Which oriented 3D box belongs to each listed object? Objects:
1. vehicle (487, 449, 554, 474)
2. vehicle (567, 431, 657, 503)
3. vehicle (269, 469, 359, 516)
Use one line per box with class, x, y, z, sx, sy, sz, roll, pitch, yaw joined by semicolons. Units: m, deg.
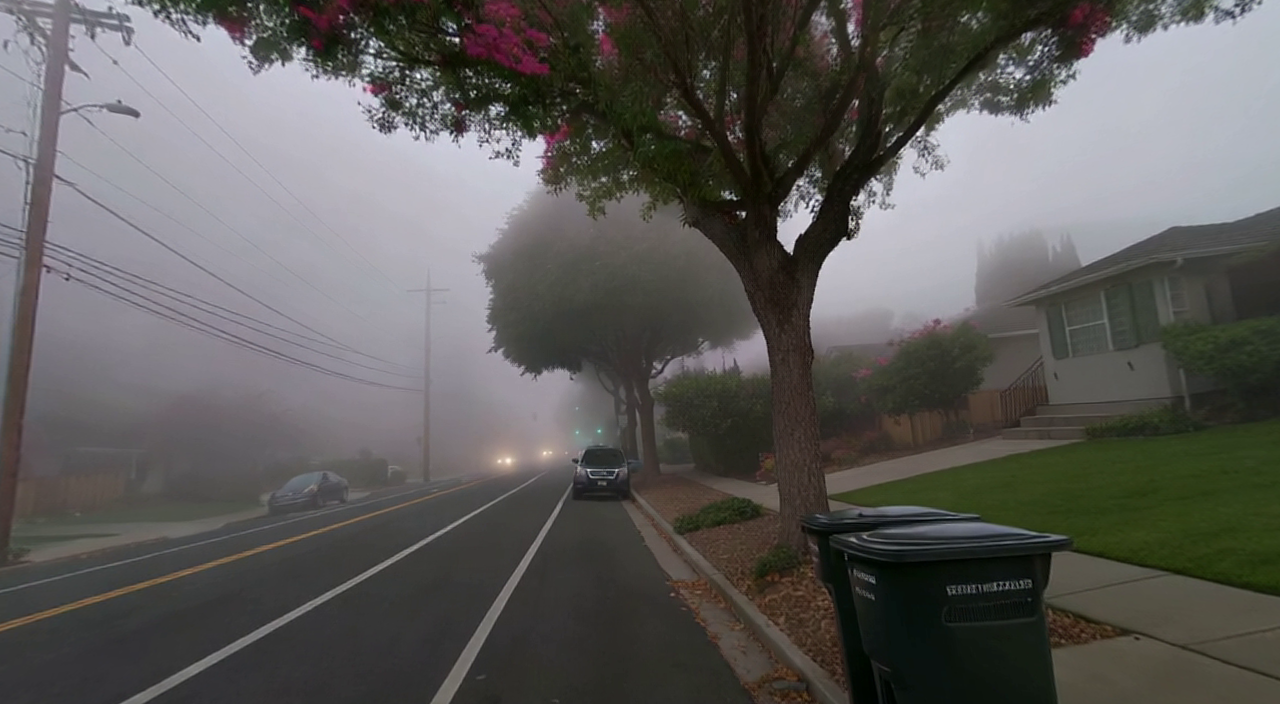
vehicle;-9.142;8.396;48.615;4.723;1.679;2.218;-2;-9;1
vehicle;-0.827;3.081;17.388;2.190;1.708;4.115;0;-8;-4
vehicle;-13.764;5.920;26.979;1.982;1.660;4.142;1;-8;-6
